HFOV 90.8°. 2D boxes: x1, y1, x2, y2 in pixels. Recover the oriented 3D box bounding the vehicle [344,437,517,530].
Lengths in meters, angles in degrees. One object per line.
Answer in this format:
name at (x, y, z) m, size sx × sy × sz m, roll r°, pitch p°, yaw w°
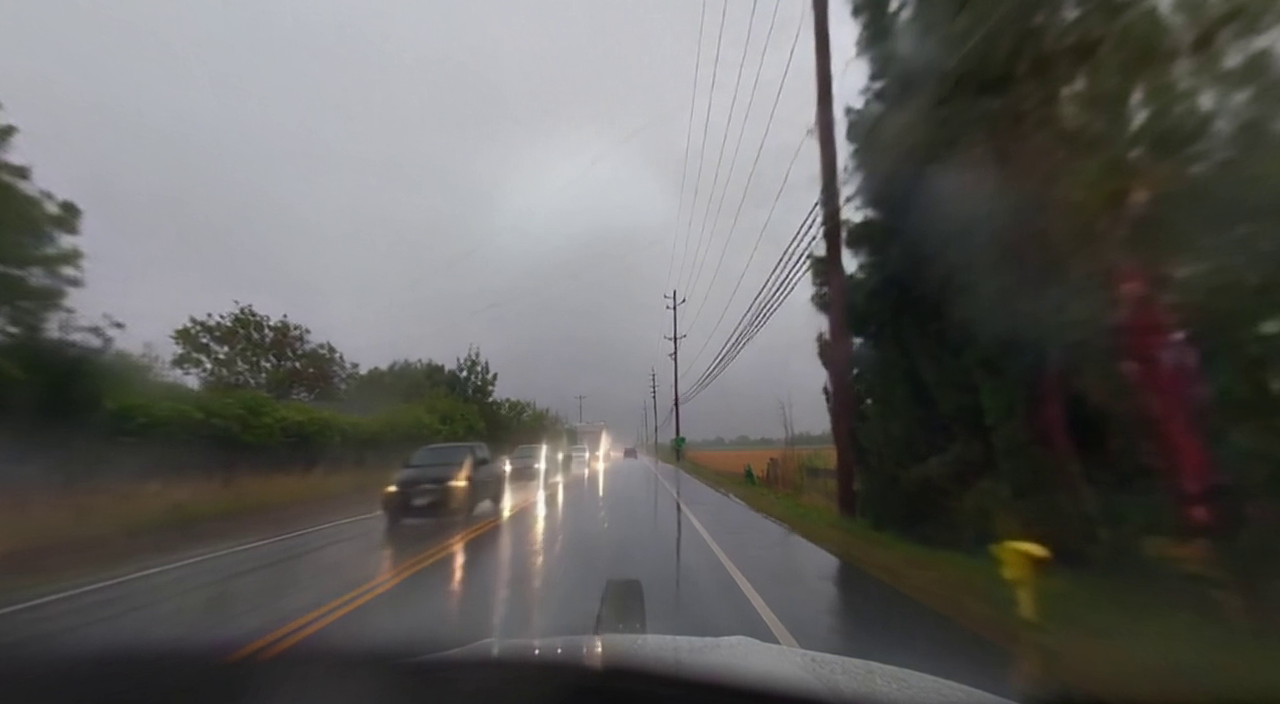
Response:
vehicle at (-4.520, 2.858, 14.557) m, size 2.284 × 1.634 × 4.756 m, roll -4°, pitch -8°, yaw 1°
